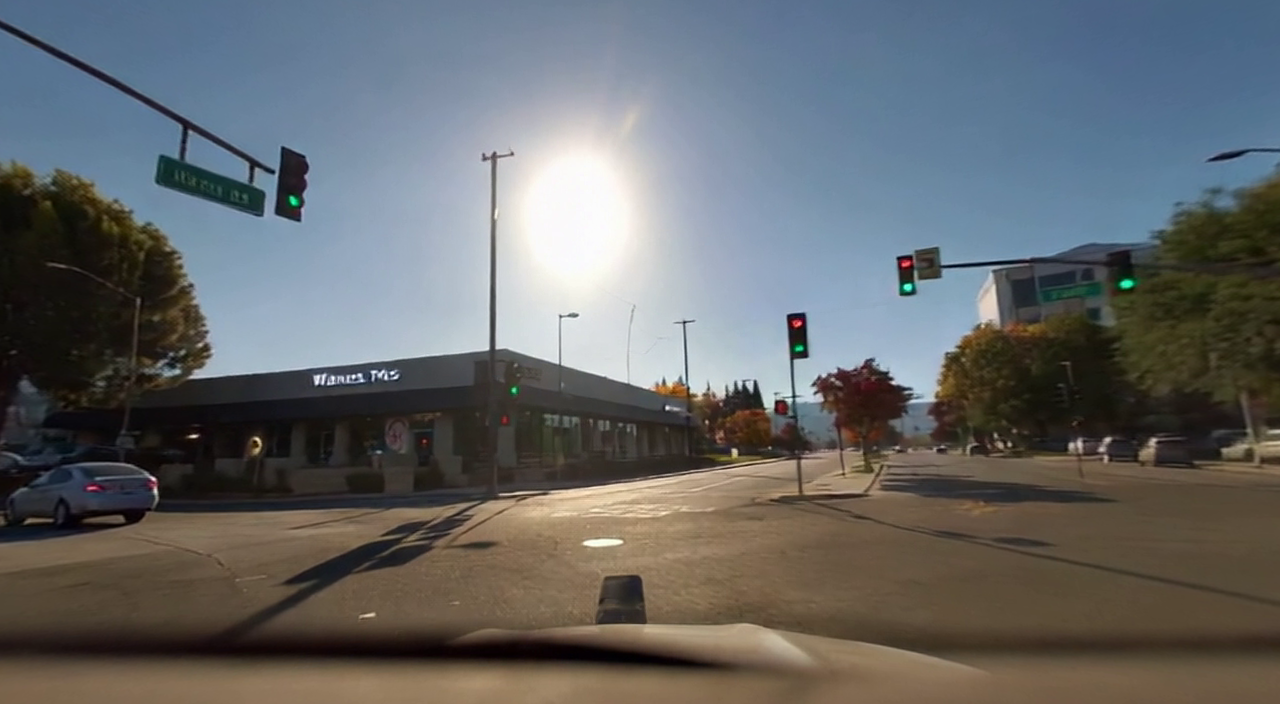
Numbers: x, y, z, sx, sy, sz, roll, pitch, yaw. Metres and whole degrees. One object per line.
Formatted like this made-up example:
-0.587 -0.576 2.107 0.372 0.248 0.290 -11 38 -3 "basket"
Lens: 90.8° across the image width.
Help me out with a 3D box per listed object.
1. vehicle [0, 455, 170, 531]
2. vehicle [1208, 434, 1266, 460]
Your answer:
-14.736 3.504 16.277 4.312 1.642 2.197 -4 -9 23 "vehicle"
40.470 6.434 42.812 4.113 1.606 2.219 7 -11 -39 "vehicle"
